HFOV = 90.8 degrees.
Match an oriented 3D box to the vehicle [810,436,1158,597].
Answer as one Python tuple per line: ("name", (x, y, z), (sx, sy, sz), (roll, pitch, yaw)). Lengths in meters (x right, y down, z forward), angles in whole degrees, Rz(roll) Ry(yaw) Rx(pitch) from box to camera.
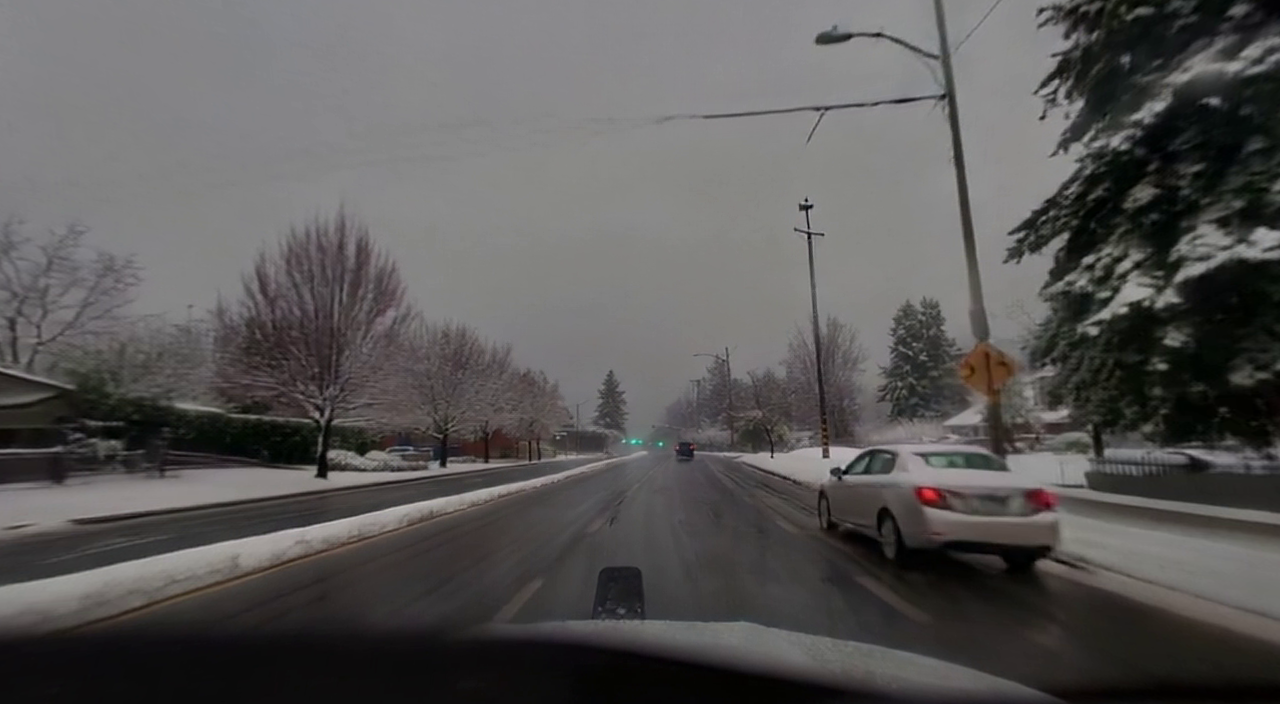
("vehicle", (3.797, 1.871, 8.186), (1.993, 1.457, 4.599), (0, -9, 1))
